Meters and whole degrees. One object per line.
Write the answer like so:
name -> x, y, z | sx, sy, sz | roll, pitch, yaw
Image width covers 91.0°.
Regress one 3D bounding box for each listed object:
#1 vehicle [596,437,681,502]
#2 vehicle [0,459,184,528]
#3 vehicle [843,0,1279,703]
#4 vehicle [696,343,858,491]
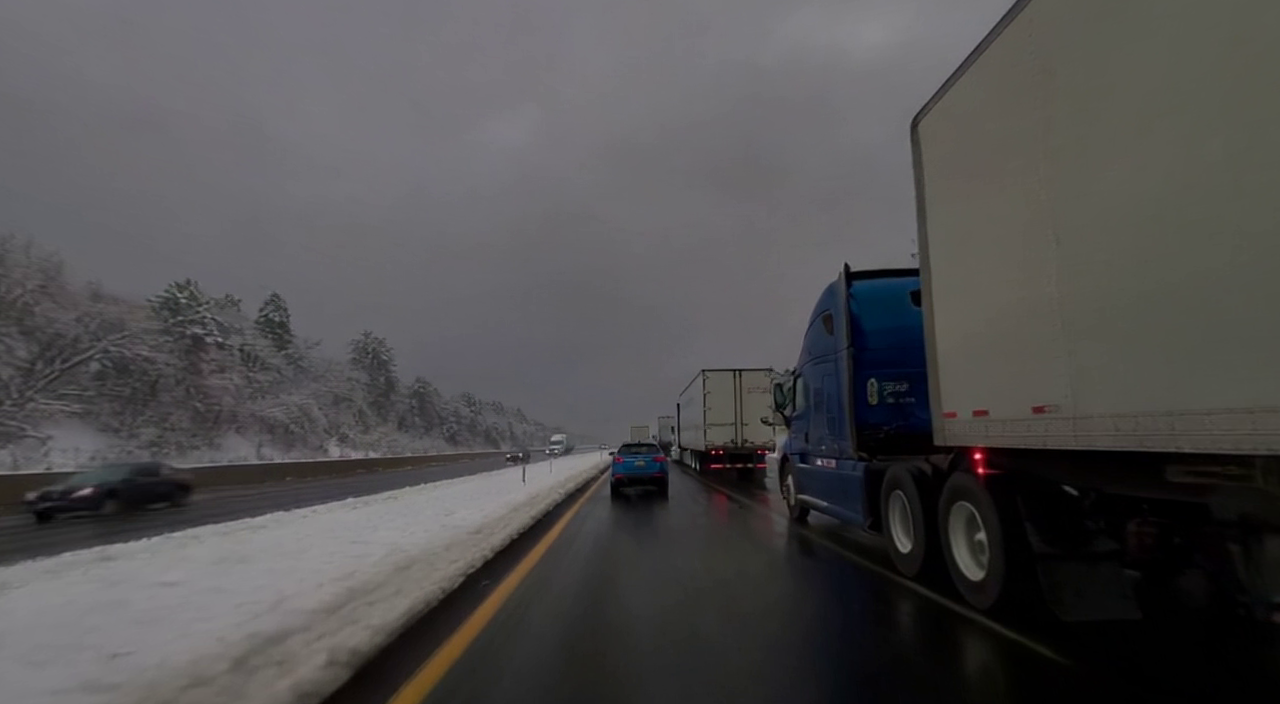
vehicle -> -0.074, 3.091, 17.001 | 2.045, 1.507, 3.763 | 0, -8, -1
vehicle -> -15.132, 3.762, 17.233 | 2.081, 1.476, 4.233 | -1, -8, 0
vehicle -> 4.366, -0.823, 0.294 | 3.410, 4.438, 14.410 | 0, -8, -1
vehicle -> 4.327, 2.509, 22.916 | 3.235, 4.197, 9.908 | 0, -8, -2
